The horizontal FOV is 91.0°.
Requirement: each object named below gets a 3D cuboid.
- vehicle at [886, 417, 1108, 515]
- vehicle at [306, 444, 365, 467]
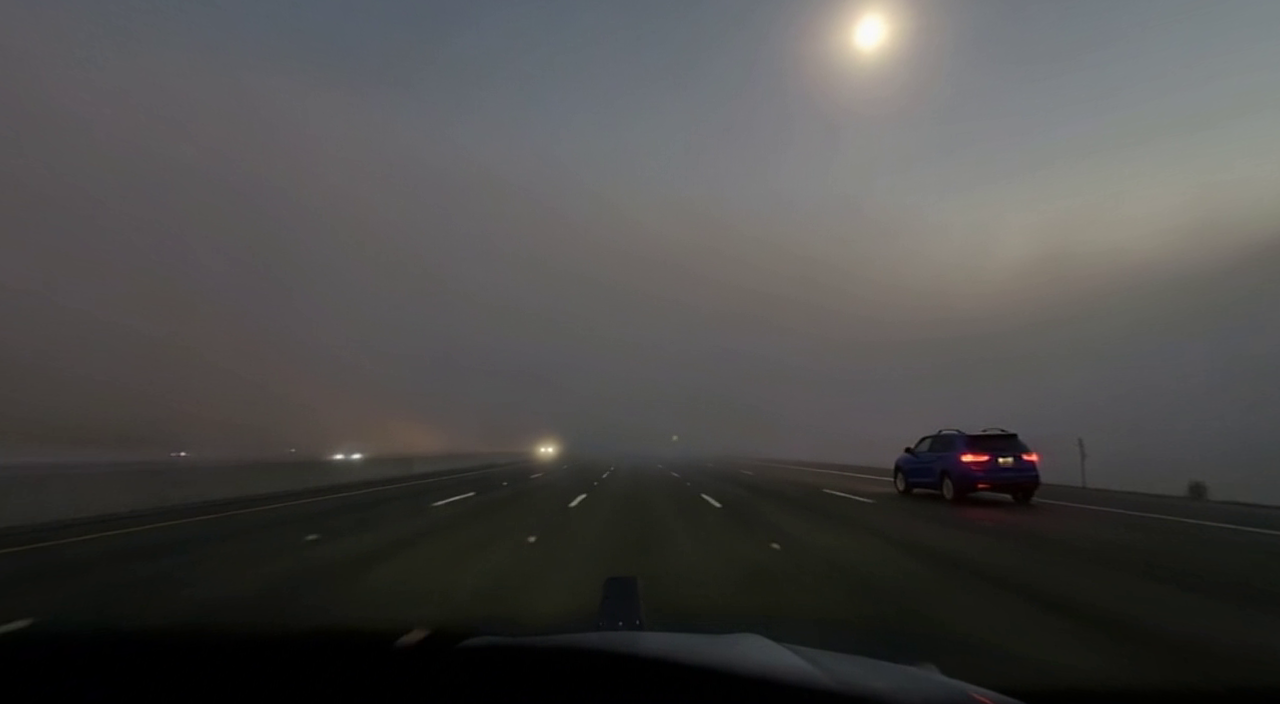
[{"bbox_3d":[7.183,2.350,13.383,2.091,1.711,4.383,0,-9,-1],"label":"vehicle"},{"bbox_3d":[-22.004,7.509,45.731,2.091,1.558,4.396,-1,-9,0],"label":"vehicle"}]
